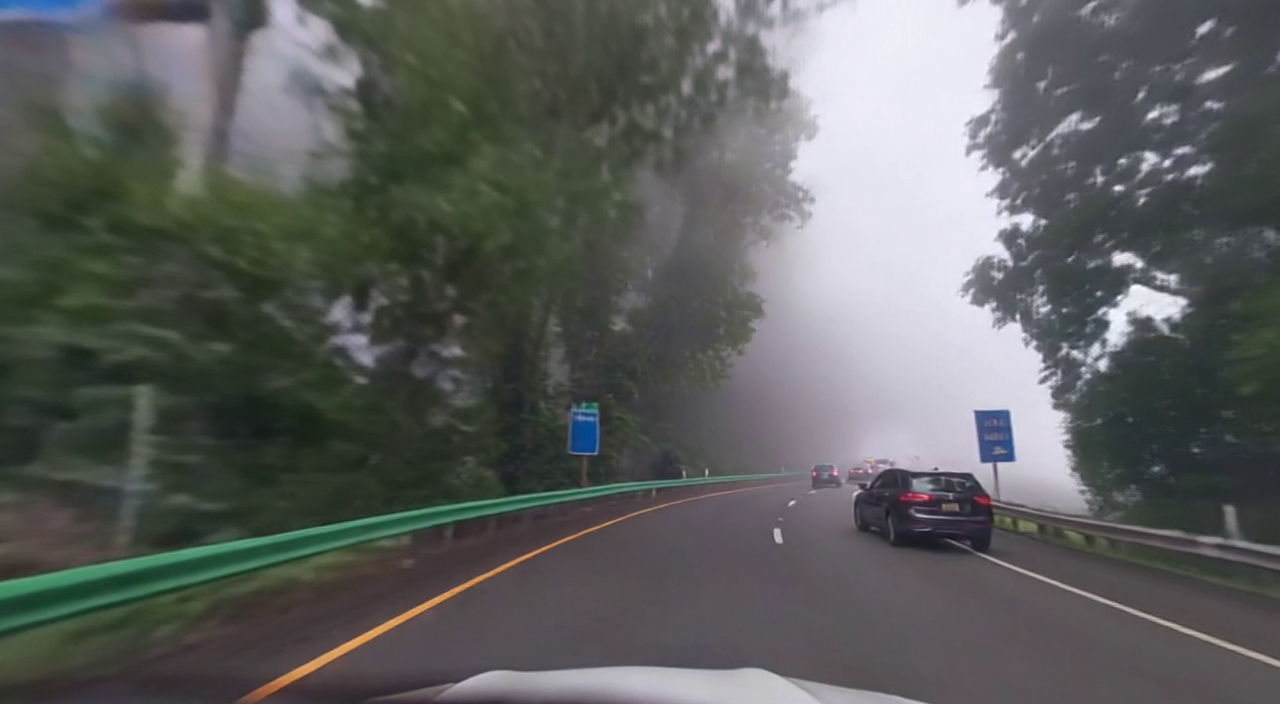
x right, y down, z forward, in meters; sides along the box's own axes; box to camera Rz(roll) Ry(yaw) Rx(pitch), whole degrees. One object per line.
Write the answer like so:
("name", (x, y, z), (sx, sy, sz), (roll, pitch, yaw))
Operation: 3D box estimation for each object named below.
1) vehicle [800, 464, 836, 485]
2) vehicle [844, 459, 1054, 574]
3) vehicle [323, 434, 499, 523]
("vehicle", (13.656, 9.347, 48.145), (1.992, 1.503, 3.793), (-4, -12, 25))
("vehicle", (5.118, 2.751, 11.201), (2.023, 1.593, 4.105), (0, -11, 7))
("vehicle", (-11.388, 6.492, 32.847), (2.909, 3.910, 9.340), (-3, -11, 22))
